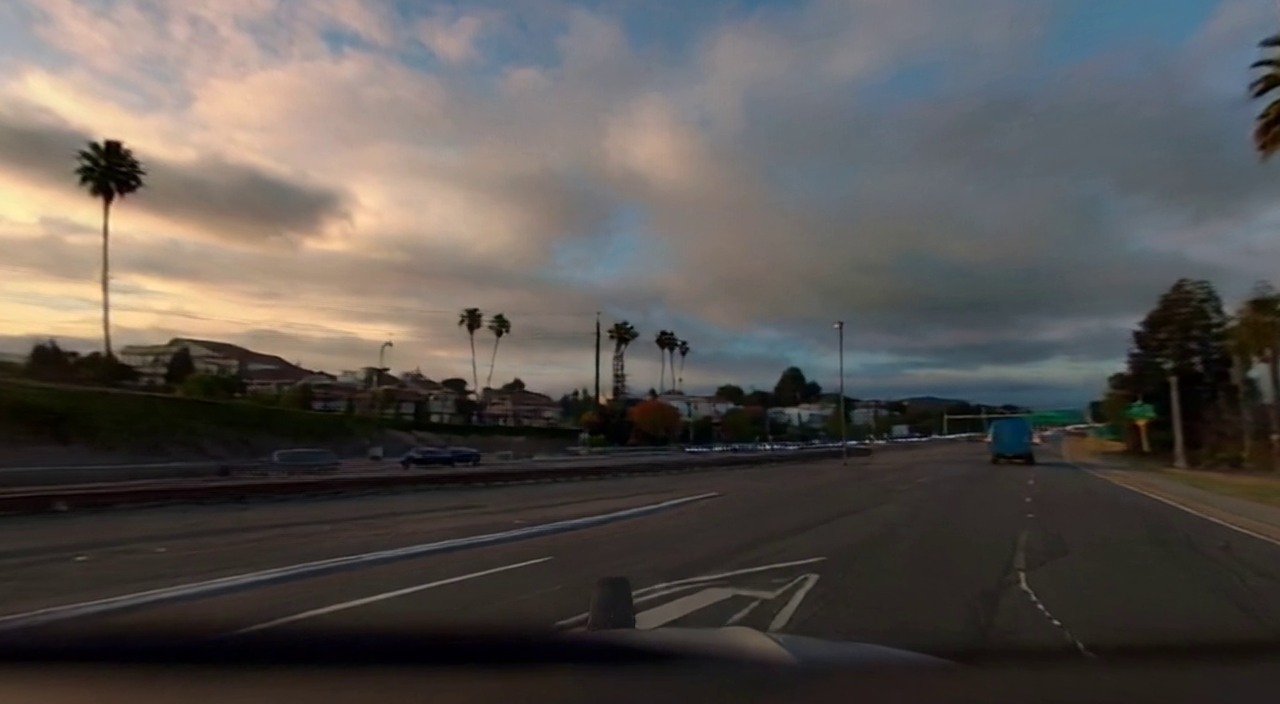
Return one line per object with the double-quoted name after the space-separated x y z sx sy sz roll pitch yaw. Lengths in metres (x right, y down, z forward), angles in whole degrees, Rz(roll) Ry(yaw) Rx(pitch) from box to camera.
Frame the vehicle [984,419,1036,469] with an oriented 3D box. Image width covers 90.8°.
23.999 5.950 40.899 2.606 3.020 4.180 -5 -10 31 "vehicle"
